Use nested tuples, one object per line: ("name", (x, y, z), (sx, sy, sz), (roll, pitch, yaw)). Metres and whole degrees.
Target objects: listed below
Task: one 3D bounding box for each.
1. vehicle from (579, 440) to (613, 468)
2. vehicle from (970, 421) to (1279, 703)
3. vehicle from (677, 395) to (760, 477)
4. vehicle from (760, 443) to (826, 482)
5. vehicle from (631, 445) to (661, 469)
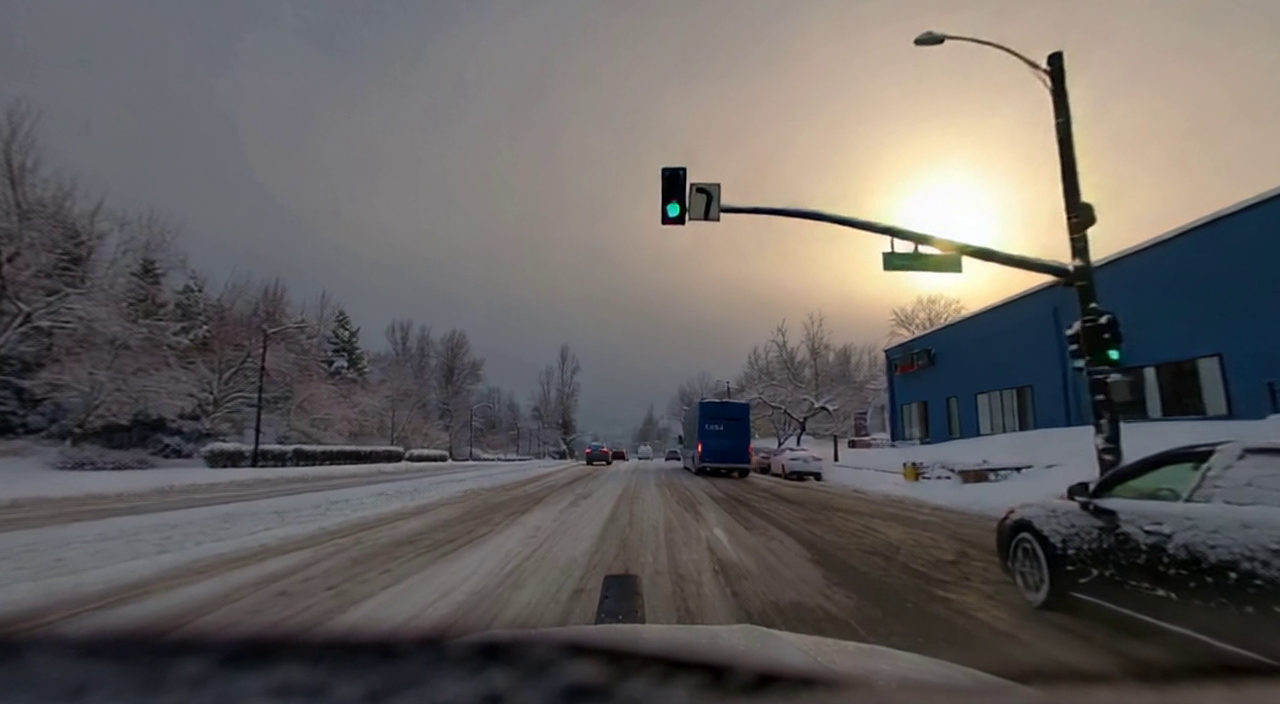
("vehicle", (-3.105, 7.278, 45.232), (2.035, 1.867, 4.607), (0, -8, 1))
("vehicle", (3.799, 1.047, 2.841), (1.915, 1.449, 4.970), (0, -8, 0))
("vehicle", (3.857, 4.576, 33.888), (3.003, 3.680, 10.684), (0, -8, 0))
("vehicle", (6.963, 5.179, 29.155), (1.889, 1.417, 4.759), (-2, -13, 1))
("vehicle", (0.395, 6.856, 41.358), (1.846, 1.528, 4.348), (0, -8, 0))
